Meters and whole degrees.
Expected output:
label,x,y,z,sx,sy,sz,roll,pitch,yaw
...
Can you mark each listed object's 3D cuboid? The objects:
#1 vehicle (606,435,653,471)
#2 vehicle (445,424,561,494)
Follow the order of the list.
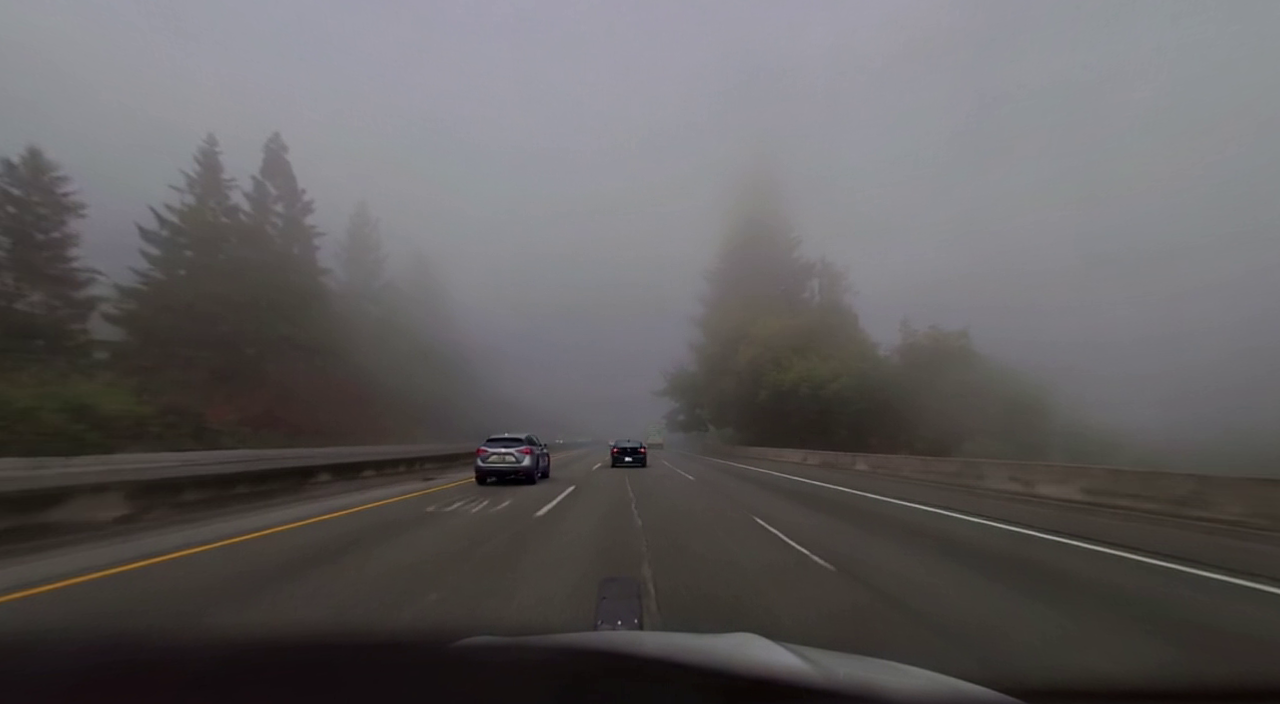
label,x,y,z,sx,sy,sz,roll,pitch,yaw
vehicle,-0.480,4.772,29.850,2.048,1.563,4.087,0,-8,-1
vehicle,-3.710,2.988,17.979,2.264,1.699,4.648,0,-8,0
